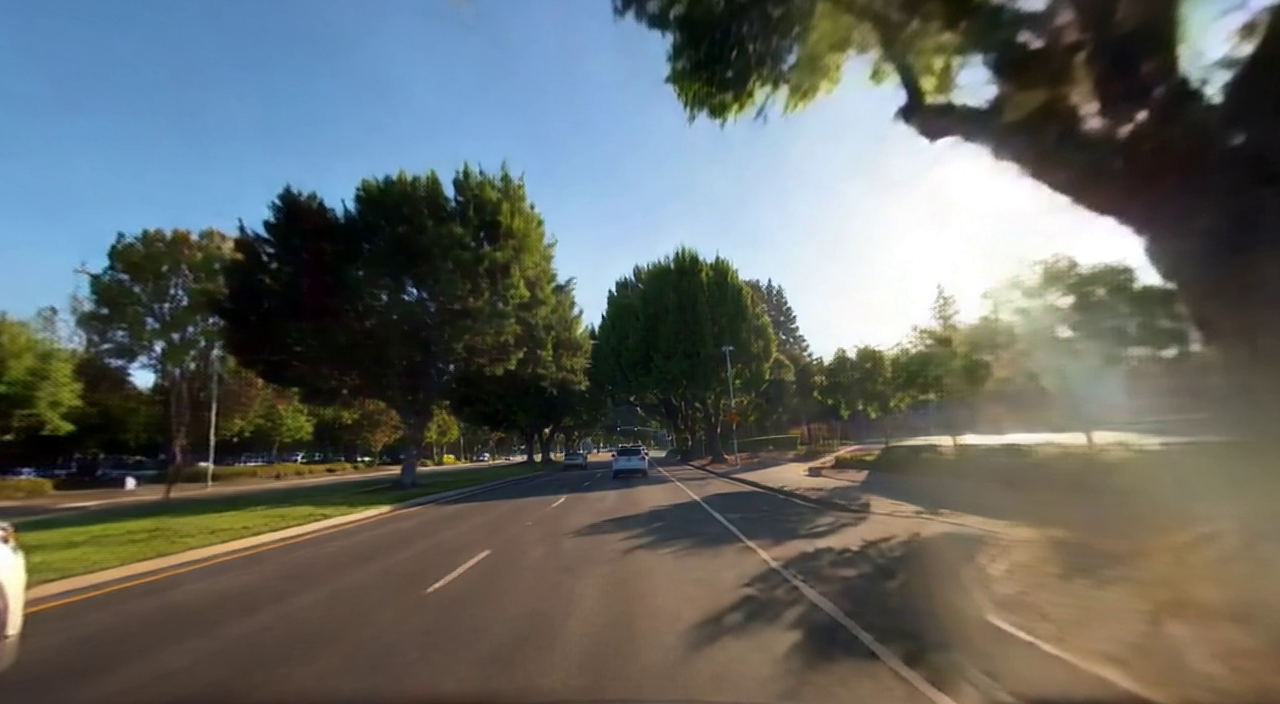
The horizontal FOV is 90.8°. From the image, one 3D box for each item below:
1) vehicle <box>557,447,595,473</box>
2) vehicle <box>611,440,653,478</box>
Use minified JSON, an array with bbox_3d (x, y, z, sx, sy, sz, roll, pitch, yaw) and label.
[{"bbox_3d":[-4.051,6.907,40.666,1.936,1.538,4.016,0,-9,1],"label":"vehicle"},{"bbox_3d":[-0.400,5.355,31.896,2.018,1.769,3.897,0,-9,-1],"label":"vehicle"}]
